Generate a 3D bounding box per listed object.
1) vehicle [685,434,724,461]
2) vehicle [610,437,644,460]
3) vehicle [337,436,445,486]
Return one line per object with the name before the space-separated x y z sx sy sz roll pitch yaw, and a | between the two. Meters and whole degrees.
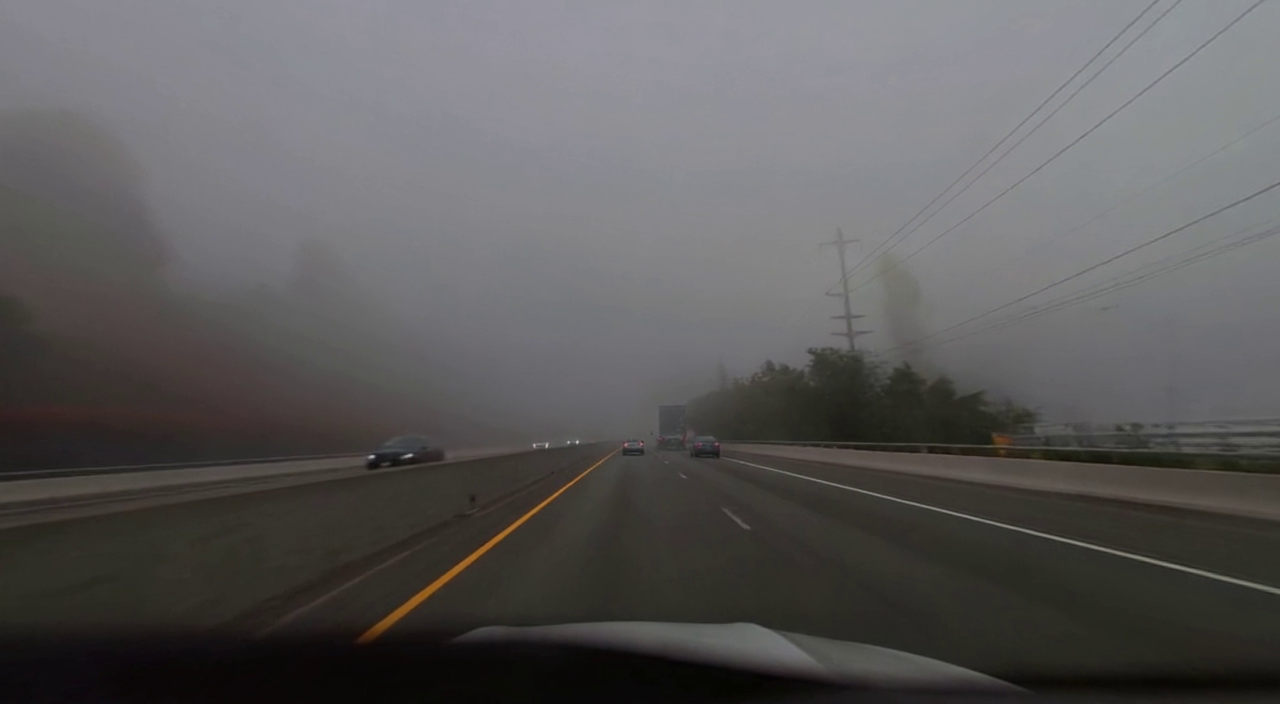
vehicle | 4.009 6.016 39.901 1.930 1.573 3.853 0 -8 -2
vehicle | -0.879 6.428 42.384 2.163 1.466 3.693 0 -8 -1
vehicle | -9.037 3.957 23.385 2.056 1.650 4.770 0 -8 0
